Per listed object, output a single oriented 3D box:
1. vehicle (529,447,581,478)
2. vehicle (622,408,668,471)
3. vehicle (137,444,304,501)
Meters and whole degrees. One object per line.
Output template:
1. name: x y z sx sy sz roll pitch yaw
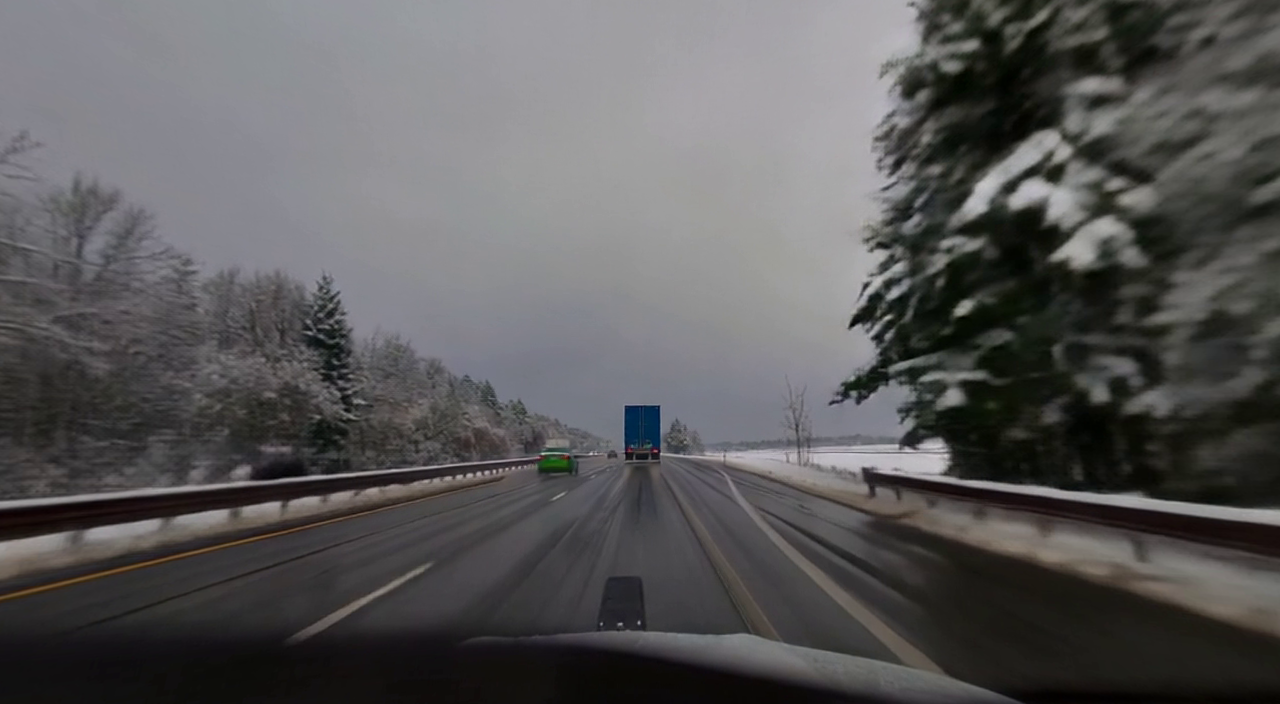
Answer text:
1. vehicle: -4.428 5.807 33.474 2.051 1.538 4.569 0 -9 1
2. vehicle: 0.311 6.243 44.636 2.899 3.966 10.053 0 -9 0
3. vehicle: -13.281 3.808 20.443 1.985 1.594 4.906 0 -9 0
